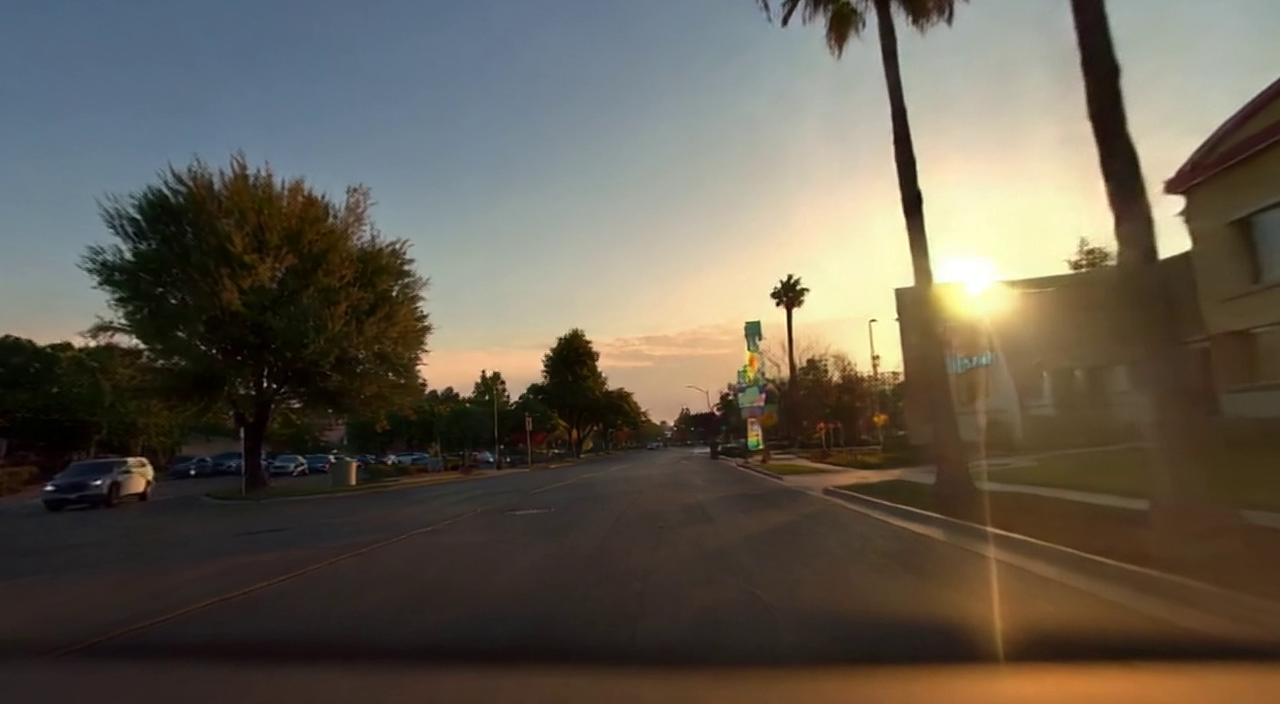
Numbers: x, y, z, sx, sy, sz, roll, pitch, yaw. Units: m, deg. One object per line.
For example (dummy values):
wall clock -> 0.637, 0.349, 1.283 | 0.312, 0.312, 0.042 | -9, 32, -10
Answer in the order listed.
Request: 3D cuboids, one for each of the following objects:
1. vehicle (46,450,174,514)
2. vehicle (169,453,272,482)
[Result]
vehicle -> -17.749, 4.250, 21.107 | 4.651, 1.863, 2.174 | -7, -11, 37
vehicle -> -27.311, 7.513, 41.224 | 5.193, 1.830, 2.049 | 0, -9, 0
